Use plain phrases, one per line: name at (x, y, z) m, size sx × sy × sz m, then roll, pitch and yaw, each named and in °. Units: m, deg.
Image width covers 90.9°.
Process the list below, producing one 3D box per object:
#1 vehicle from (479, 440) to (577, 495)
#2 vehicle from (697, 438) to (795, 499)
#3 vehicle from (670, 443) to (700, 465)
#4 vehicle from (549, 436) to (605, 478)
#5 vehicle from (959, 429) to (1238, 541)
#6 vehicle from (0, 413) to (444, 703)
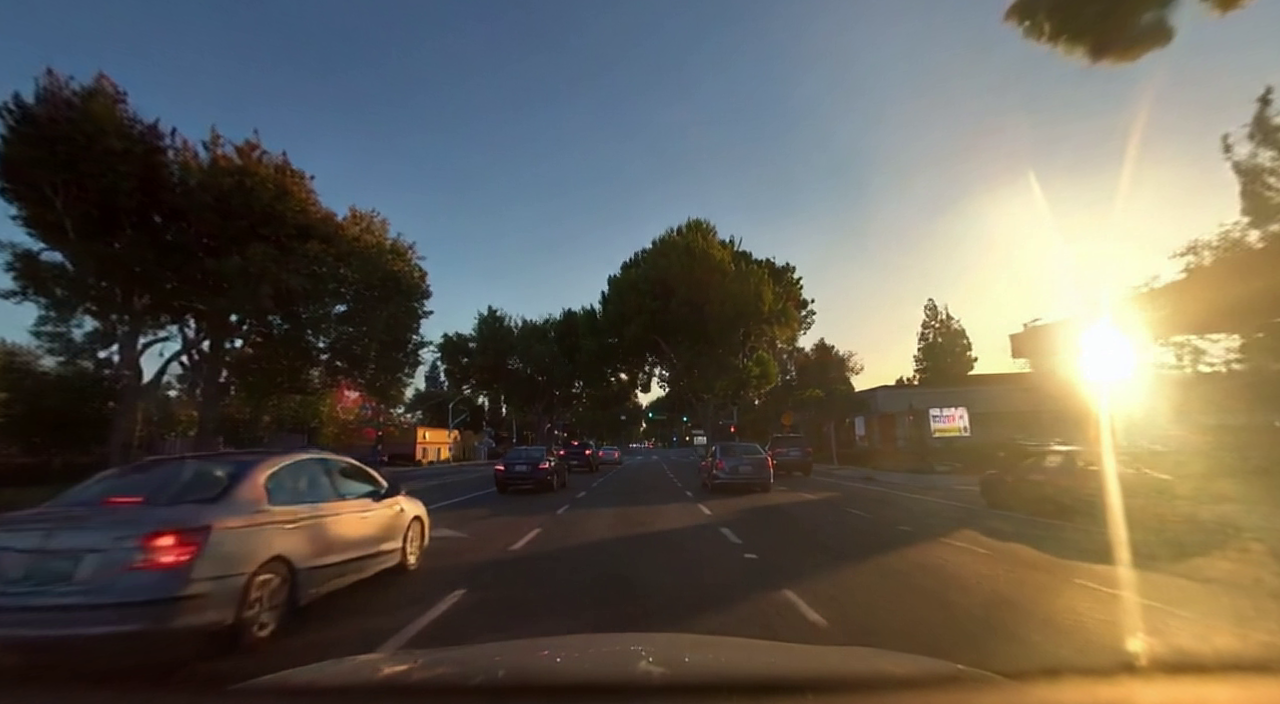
vehicle at (-3.305, 3.528, 19.648) m, size 2.087 × 1.494 × 4.626 m, roll -1°, pitch -8°, yaw 2°
vehicle at (2.855, 3.240, 18.001) m, size 2.004 × 1.512 × 4.206 m, roll 0°, pitch -8°, yaw -1°
vehicle at (3.439, 7.990, 49.337) m, size 2.030 × 1.628 × 4.080 m, roll 0°, pitch -8°, yaw 0°
vehicle at (-2.971, 5.076, 30.703) m, size 2.187 × 1.825 × 4.621 m, roll 0°, pitch -8°, yaw 1°
vehicle at (7.736, 2.251, 11.452) m, size 2.070 × 1.547 × 4.941 m, roll -2°, pitch -9°, yaw 10°
vehicle at (-3.183, 1.308, 4.737) m, size 1.952 × 1.457 × 4.372 m, roll 0°, pitch -8°, yaw 1°
